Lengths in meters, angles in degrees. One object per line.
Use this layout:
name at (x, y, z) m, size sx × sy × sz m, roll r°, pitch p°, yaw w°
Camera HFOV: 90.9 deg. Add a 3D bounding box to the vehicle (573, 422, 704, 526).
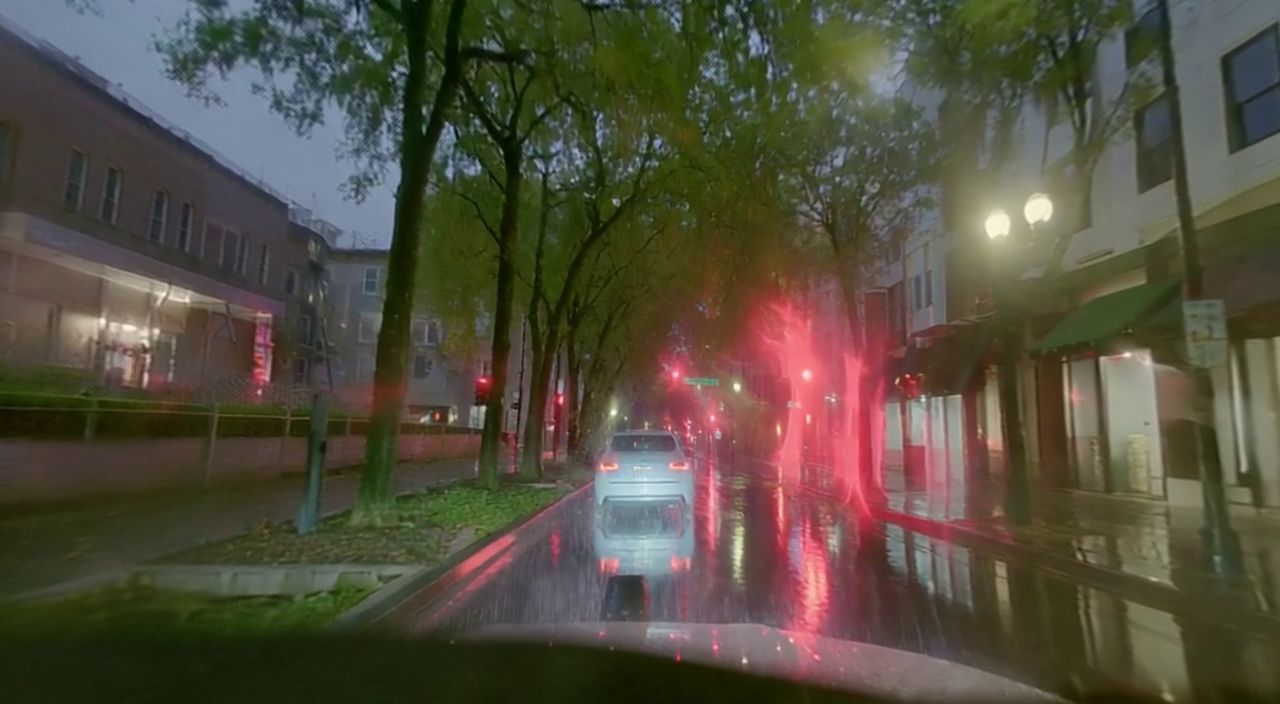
vehicle at (-0.073, 2.219, 11.966) m, size 2.079 × 1.621 × 3.861 m, roll 0°, pitch -8°, yaw -1°
